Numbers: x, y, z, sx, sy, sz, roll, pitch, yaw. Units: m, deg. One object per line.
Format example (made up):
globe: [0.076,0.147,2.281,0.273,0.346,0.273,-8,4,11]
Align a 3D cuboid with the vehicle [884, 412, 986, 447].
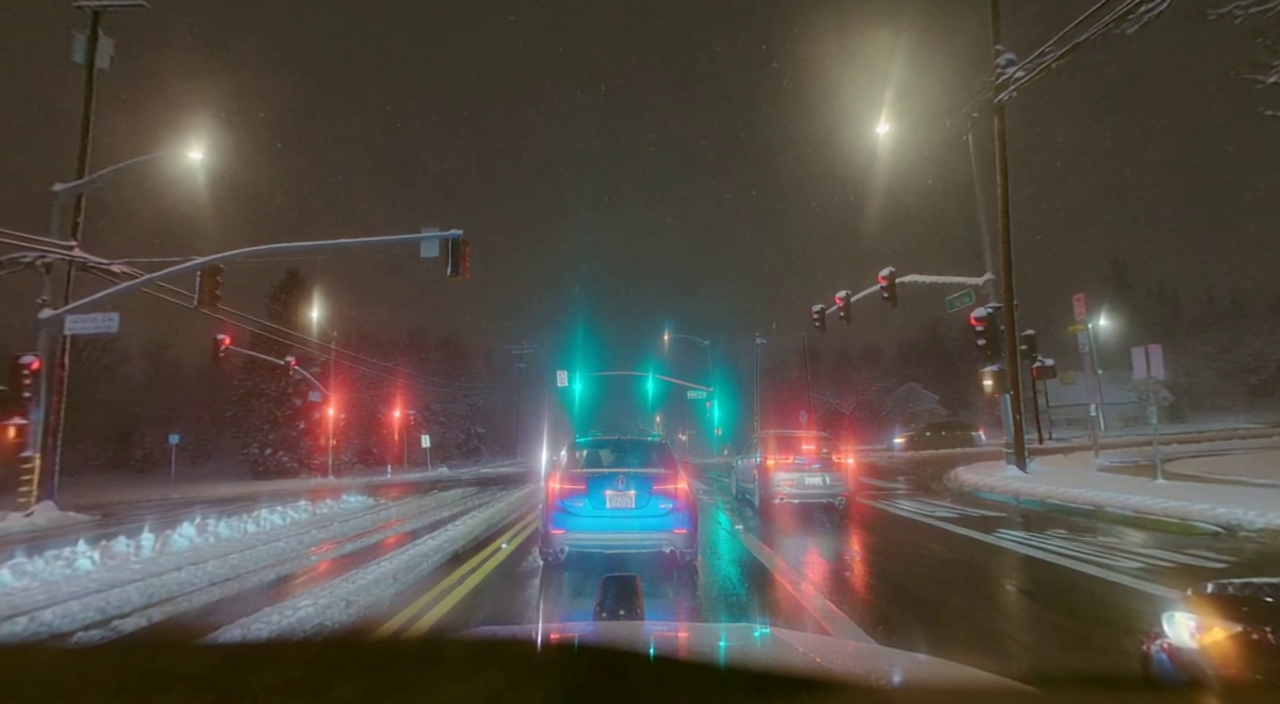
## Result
vehicle: [15.777,4.190,33.971,4.431,1.555,1.886,-4,-9,2]

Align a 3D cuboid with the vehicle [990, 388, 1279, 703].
vehicle: [2.928,0.829,1.702,1.860,1.494,3.707,0,-8,1]

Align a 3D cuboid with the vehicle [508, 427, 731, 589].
vehicle: [-0.223,1.759,8.025,2.061,1.485,4.196,0,-8,-1]
